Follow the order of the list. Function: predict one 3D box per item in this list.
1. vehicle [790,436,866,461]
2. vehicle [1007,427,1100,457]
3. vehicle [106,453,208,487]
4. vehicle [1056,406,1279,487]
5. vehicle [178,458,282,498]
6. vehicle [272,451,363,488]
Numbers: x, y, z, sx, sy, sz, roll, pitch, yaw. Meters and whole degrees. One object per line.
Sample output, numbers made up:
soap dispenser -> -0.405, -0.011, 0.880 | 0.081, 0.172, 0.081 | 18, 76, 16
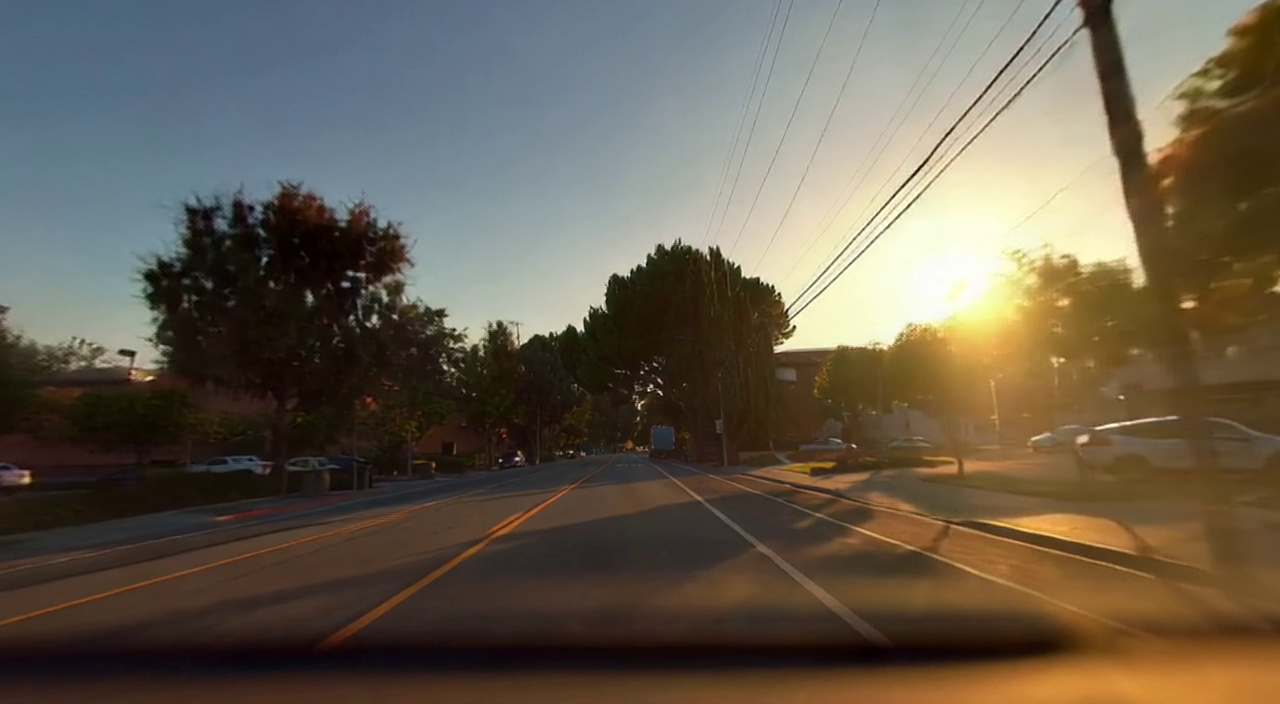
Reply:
vehicle -> 12.815, 6.588, 43.084 | 4.554, 1.668, 1.974 | -5, -10, 28
vehicle -> 22.332, 4.832, 34.103 | 4.750, 1.505, 1.928 | 3, -9, -26
vehicle -> -27.686, 6.755, 36.447 | 4.417, 1.747, 1.954 | 5, -10, -33
vehicle -> 12.715, 2.214, 14.790 | 4.632, 1.701, 1.975 | -4, -10, 26
vehicle -> -17.343, 5.265, 26.679 | 4.708, 1.472, 1.994 | -6, -11, 35
vehicle -> -16.560, 5.960, 32.402 | 4.311, 1.746, 1.984 | -5, -10, 29
